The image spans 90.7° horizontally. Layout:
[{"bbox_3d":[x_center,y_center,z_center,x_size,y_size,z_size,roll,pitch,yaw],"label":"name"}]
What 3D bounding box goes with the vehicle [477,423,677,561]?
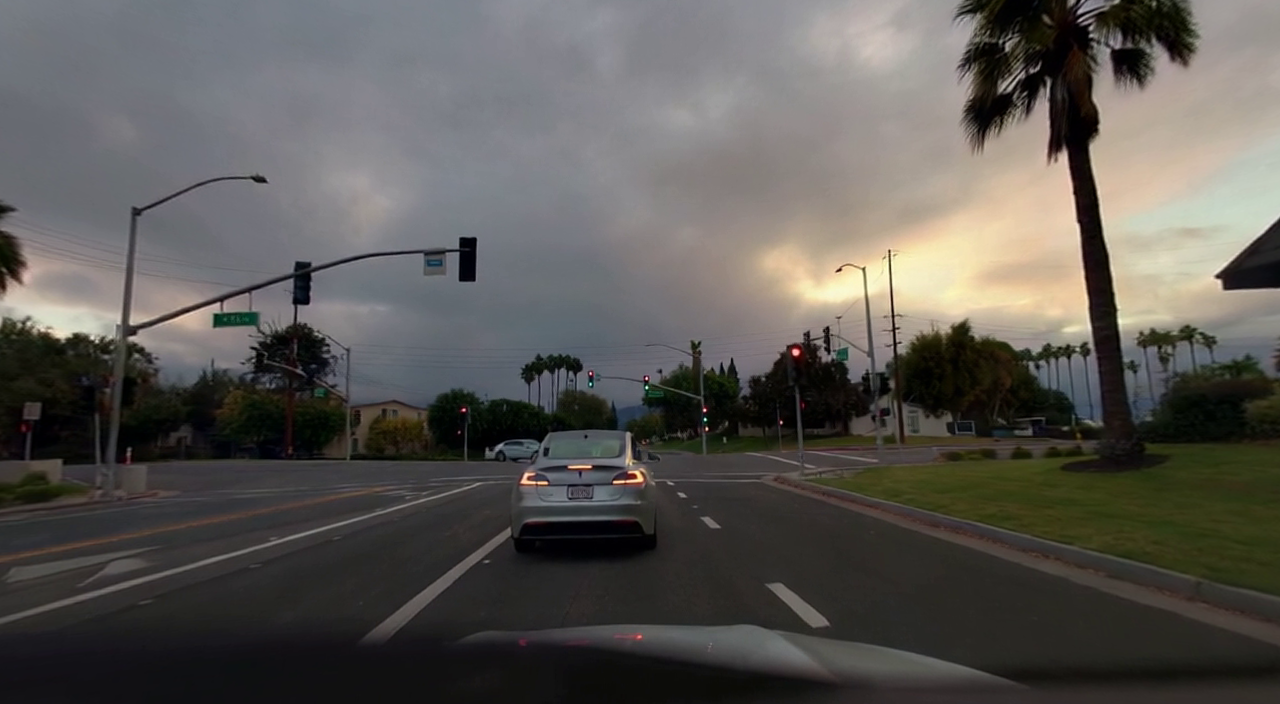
[{"bbox_3d":[-0.686,1.827,9.006,2.152,1.478,4.229,0,-8,0],"label":"vehicle"}]
